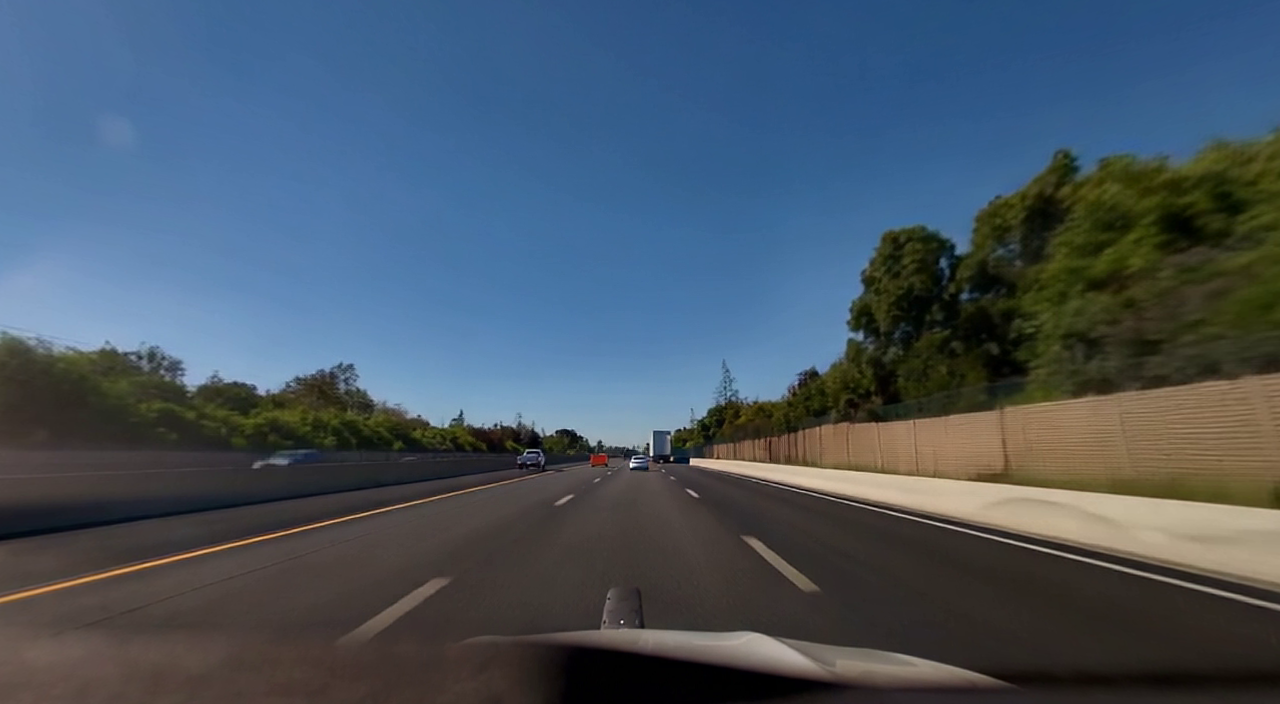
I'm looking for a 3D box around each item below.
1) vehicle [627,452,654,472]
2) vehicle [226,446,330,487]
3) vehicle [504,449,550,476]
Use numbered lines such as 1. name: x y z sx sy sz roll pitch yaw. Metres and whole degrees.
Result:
1. vehicle: -0.005 8.631 49.495 2.033 1.465 3.775 0 -9 -1
2. vehicle: -16.840 5.313 29.675 2.096 1.745 4.728 0 -9 0
3. vehicle: -7.398 7.272 41.707 2.123 1.671 4.579 0 -9 0
